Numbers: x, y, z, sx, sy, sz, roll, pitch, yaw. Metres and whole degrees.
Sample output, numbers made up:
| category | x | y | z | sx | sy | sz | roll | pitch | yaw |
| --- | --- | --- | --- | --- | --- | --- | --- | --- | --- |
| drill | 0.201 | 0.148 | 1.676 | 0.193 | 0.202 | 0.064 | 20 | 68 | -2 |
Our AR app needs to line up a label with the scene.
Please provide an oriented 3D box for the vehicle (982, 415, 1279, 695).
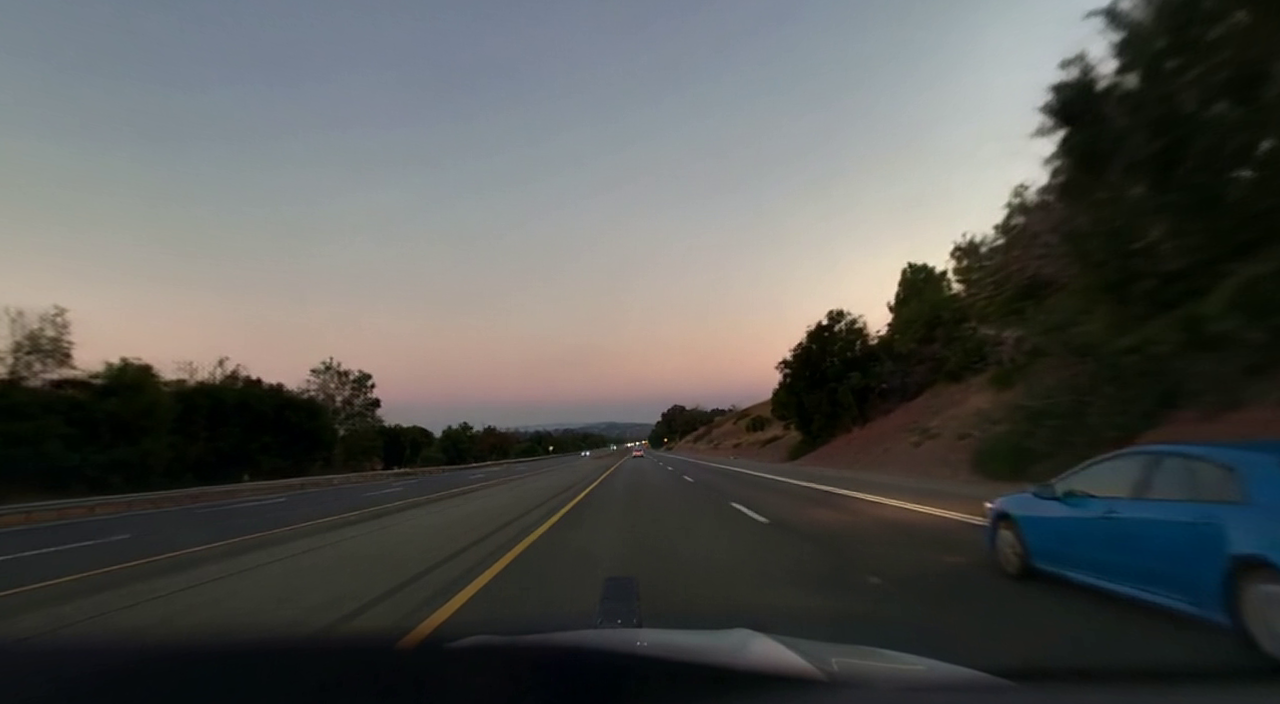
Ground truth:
| category | x | y | z | sx | sy | sz | roll | pitch | yaw |
| --- | --- | --- | --- | --- | --- | --- | --- | --- | --- |
| vehicle | 4.315 | 1.146 | 3.904 | 1.981 | 1.440 | 4.125 | -1 | -9 | -1 |
